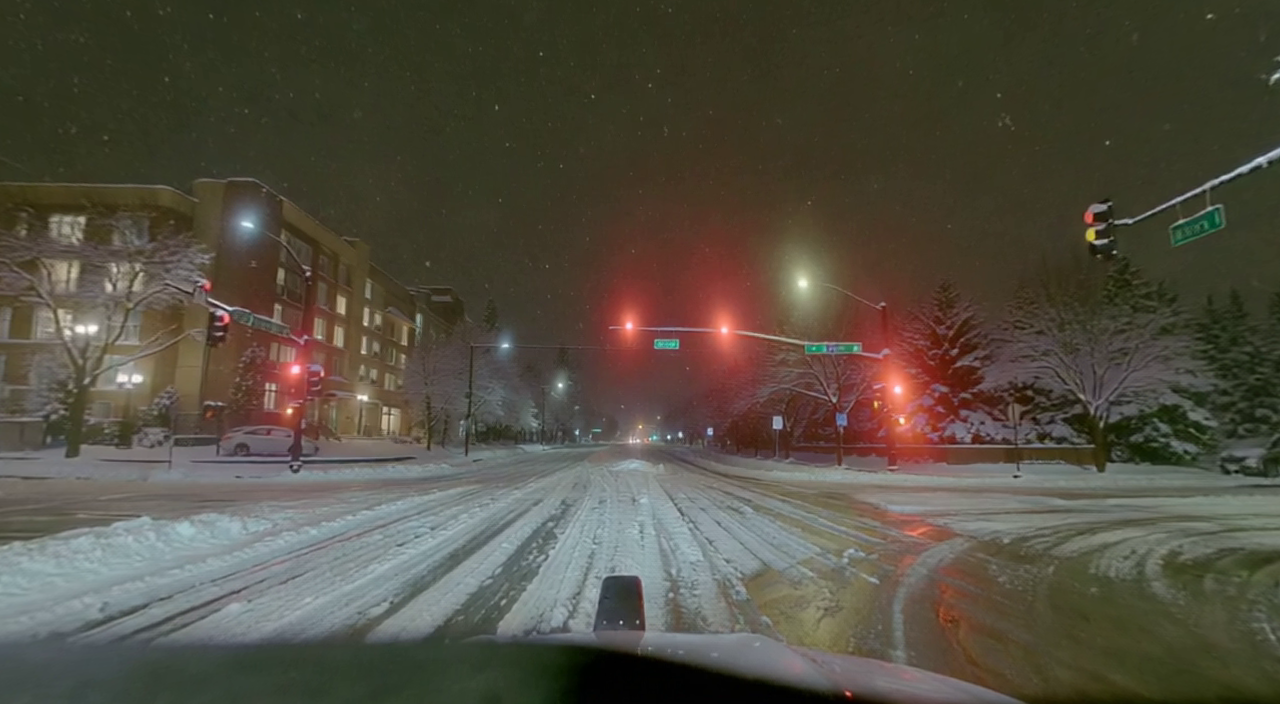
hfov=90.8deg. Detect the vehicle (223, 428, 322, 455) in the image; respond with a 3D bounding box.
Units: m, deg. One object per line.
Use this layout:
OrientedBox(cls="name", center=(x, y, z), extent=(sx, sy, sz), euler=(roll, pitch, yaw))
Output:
OrientedBox(cls="vehicle", center=(-22.412, 5.512, 38.708), extent=(4.765, 1.593, 1.891), euler=(1, -9, -8))
